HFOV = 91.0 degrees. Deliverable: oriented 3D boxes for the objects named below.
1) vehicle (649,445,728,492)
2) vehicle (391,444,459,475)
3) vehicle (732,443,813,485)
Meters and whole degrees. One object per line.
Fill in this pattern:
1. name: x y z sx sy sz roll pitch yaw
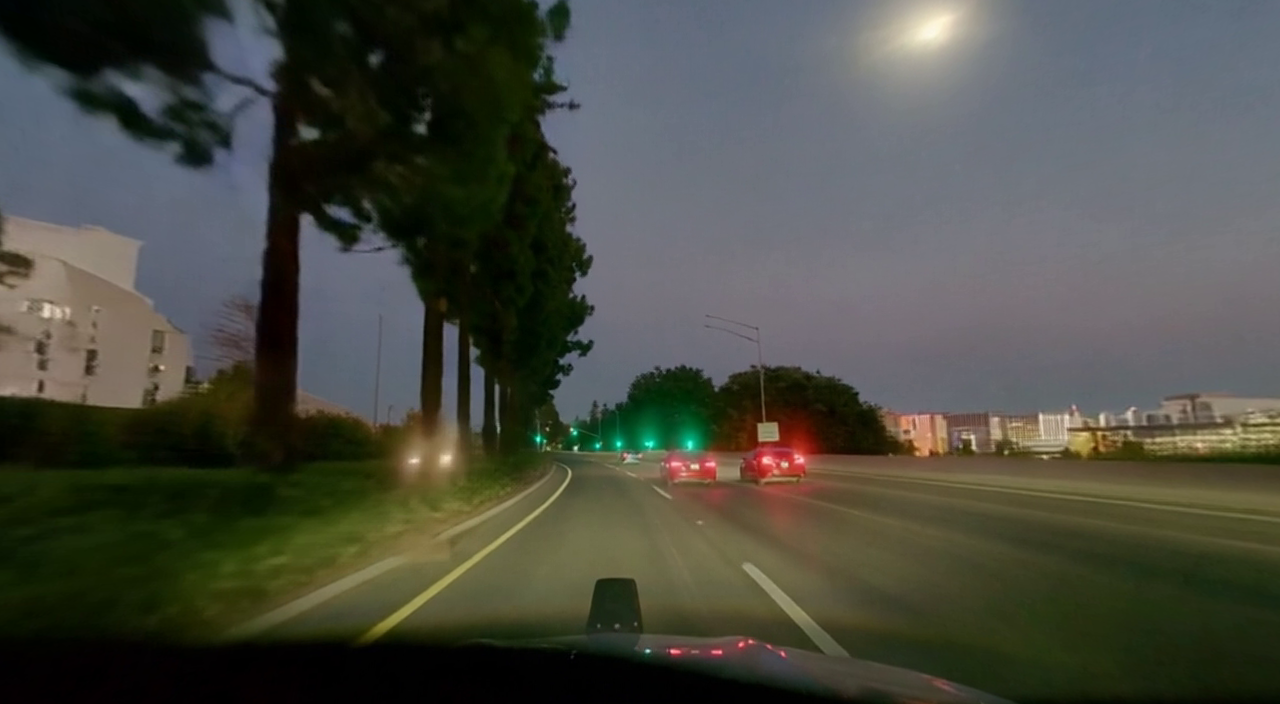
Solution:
1. vehicle: 1.583 3.988 21.983 2.077 1.464 4.134 1 -9 -5
2. vehicle: -11.041 5.544 32.754 2.149 1.477 4.783 1 -9 -4
3. vehicle: 5.089 4.359 24.786 1.901 1.474 4.363 1 -9 -5
